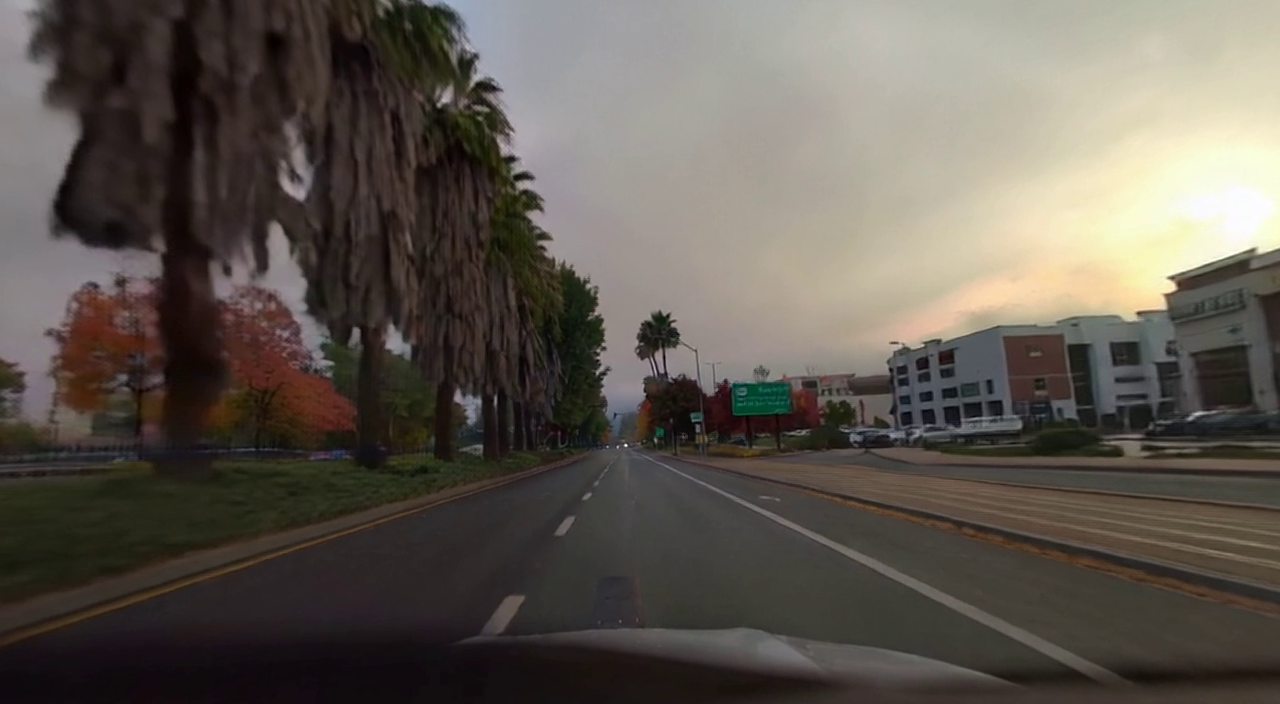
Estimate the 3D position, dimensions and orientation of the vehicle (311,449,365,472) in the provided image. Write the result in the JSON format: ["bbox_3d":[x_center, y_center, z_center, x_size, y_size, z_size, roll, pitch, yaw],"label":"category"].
[{"bbox_3d":[-23.285,8.336,48.765,1.994,1.652,4.570,1,-9,-2],"label":"vehicle"}]
